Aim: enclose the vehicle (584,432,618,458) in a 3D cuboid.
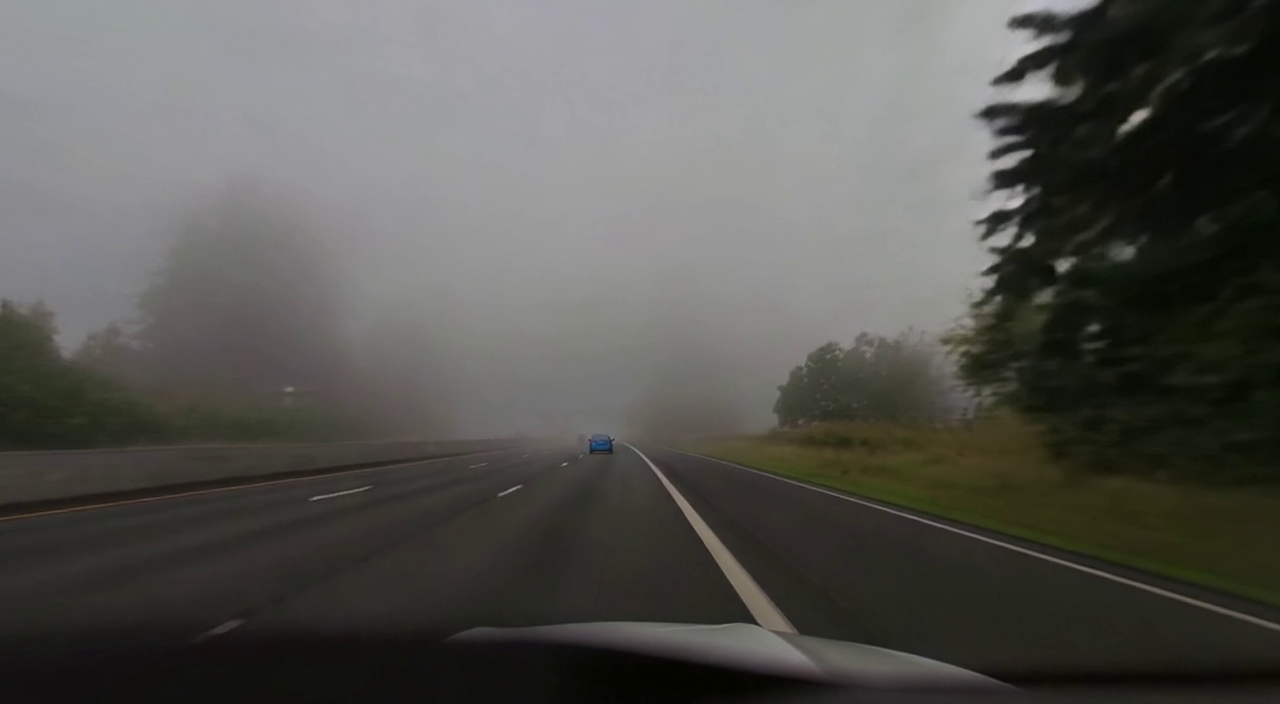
[{"bbox_3d":[-2.405,5.792,39.381,2.000,1.491,3.913,0,-7,-3],"label":"vehicle"}]
